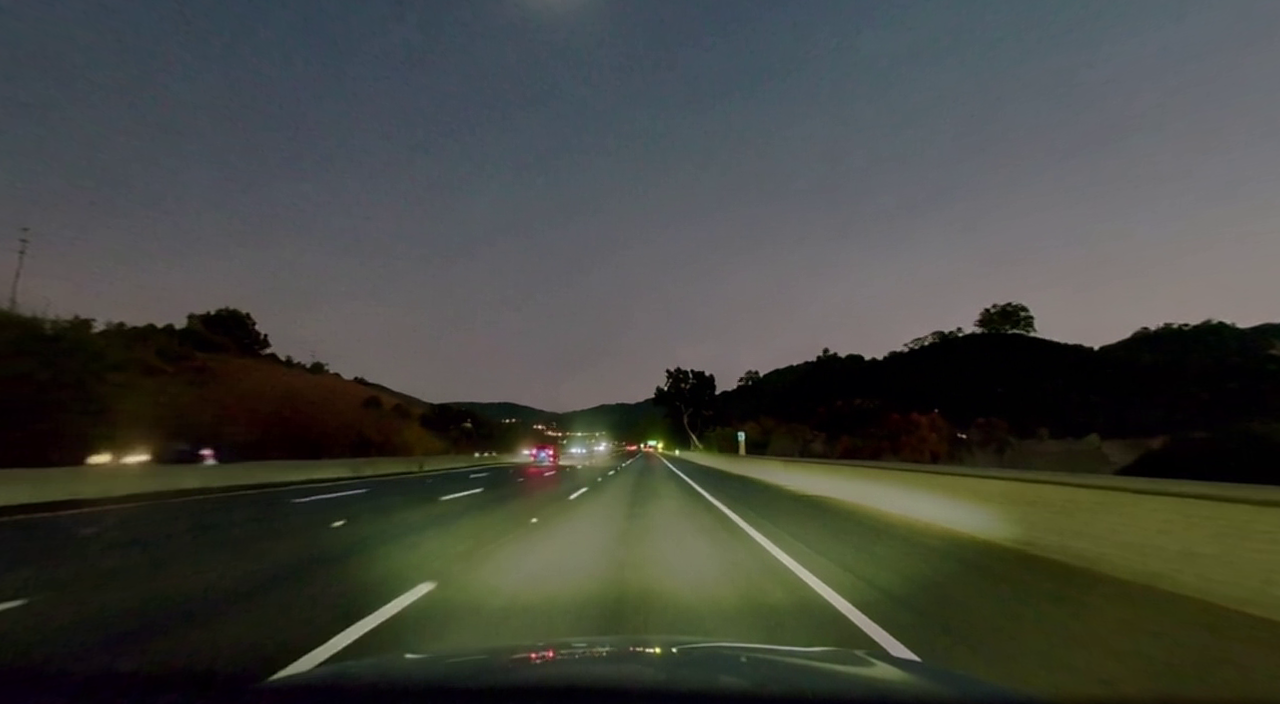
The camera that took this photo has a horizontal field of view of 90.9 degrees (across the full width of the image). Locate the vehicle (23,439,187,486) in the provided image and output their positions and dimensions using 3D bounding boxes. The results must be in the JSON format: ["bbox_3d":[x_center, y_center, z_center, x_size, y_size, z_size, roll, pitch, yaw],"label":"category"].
[{"bbox_3d":[-19.570,4.041,23.417,1.851,1.545,4.735,0,-8,1],"label":"vehicle"}]
